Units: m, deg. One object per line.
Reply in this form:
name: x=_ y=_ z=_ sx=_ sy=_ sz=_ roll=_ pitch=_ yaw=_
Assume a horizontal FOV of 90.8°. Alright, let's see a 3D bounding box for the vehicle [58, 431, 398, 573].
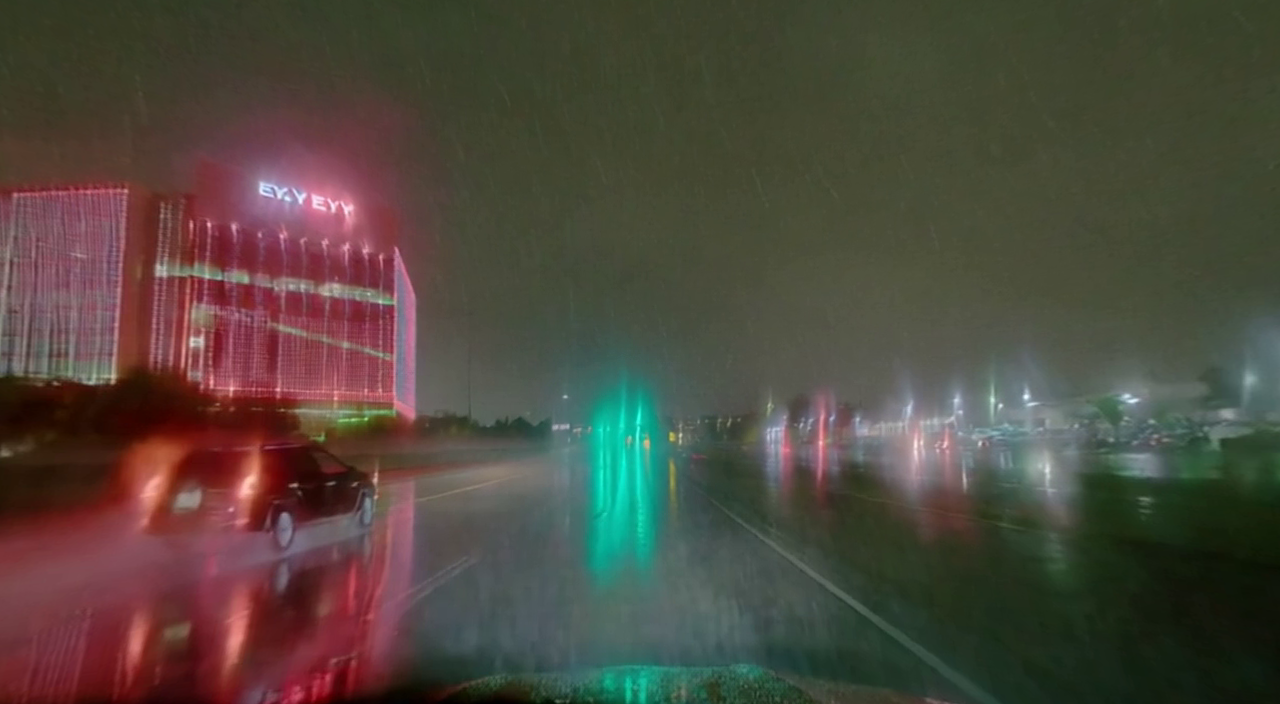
vehicle: x=-5.262 y=1.943 z=8.962 sx=1.943 sy=1.510 sz=4.201 roll=0 pitch=-9 yaw=1
